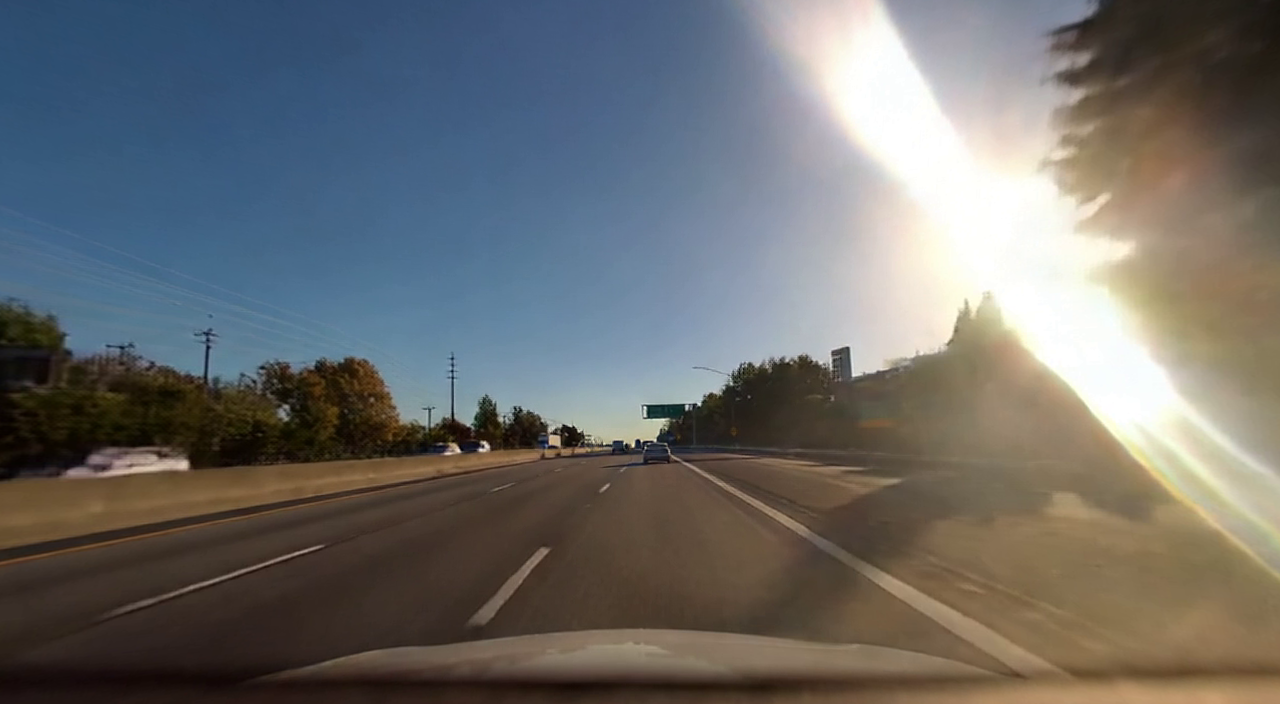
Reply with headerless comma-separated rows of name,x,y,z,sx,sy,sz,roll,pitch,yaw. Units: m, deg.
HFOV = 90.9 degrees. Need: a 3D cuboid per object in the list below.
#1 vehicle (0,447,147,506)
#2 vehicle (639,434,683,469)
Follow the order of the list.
vehicle,-21.246,4.454,23.166,2.175,1.861,4.983,0,-8,0
vehicle,1.115,5.488,34.921,2.260,1.766,4.348,0,-8,0
